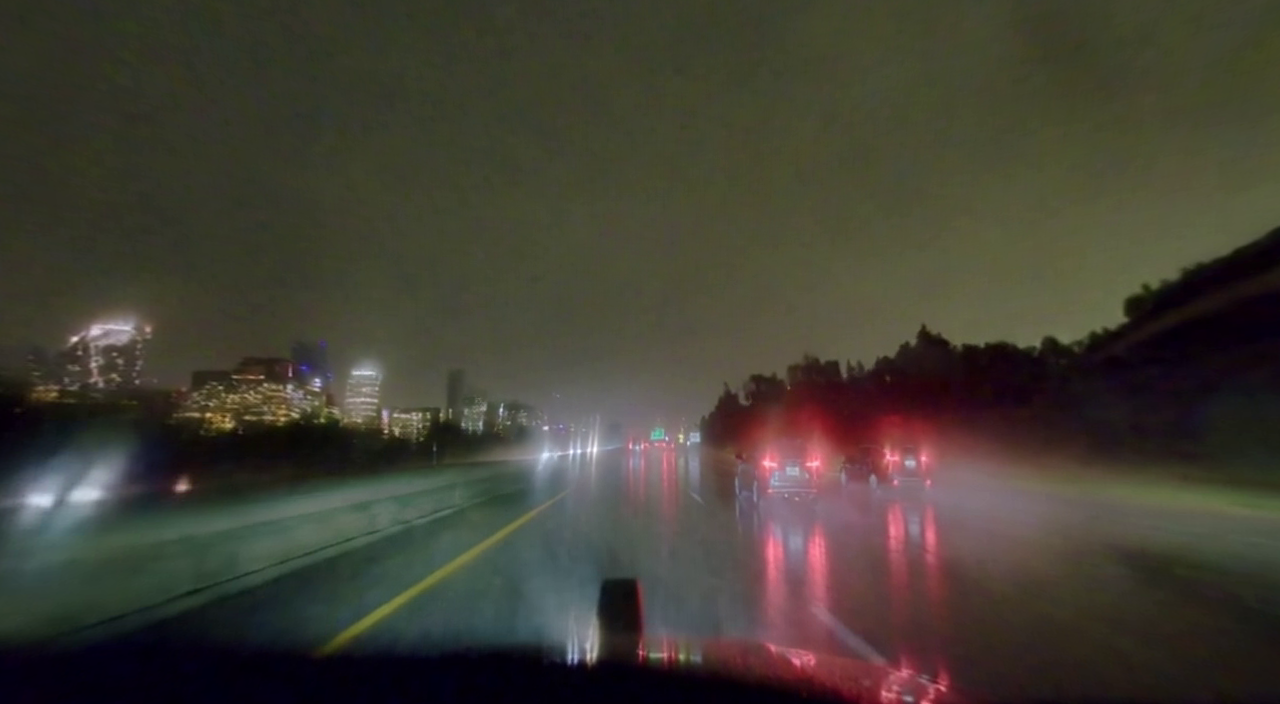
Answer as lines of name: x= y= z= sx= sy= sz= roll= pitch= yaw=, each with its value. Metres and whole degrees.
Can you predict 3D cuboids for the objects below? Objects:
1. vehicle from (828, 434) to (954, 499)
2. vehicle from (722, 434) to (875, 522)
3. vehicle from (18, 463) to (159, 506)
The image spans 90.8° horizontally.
vehicle: x=6.871 y=3.150 z=17.780 sx=1.856 sy=1.592 sz=3.920 roll=0 pitch=-8 yaw=-1
vehicle: x=3.104 y=2.576 z=13.516 sx=1.982 sy=1.533 sz=4.612 roll=0 pitch=-8 yaw=-1
vehicle: x=-22.926 y=5.489 z=26.498 sx=1.845 sy=1.496 sz=4.380 roll=0 pitch=-8 yaw=2
